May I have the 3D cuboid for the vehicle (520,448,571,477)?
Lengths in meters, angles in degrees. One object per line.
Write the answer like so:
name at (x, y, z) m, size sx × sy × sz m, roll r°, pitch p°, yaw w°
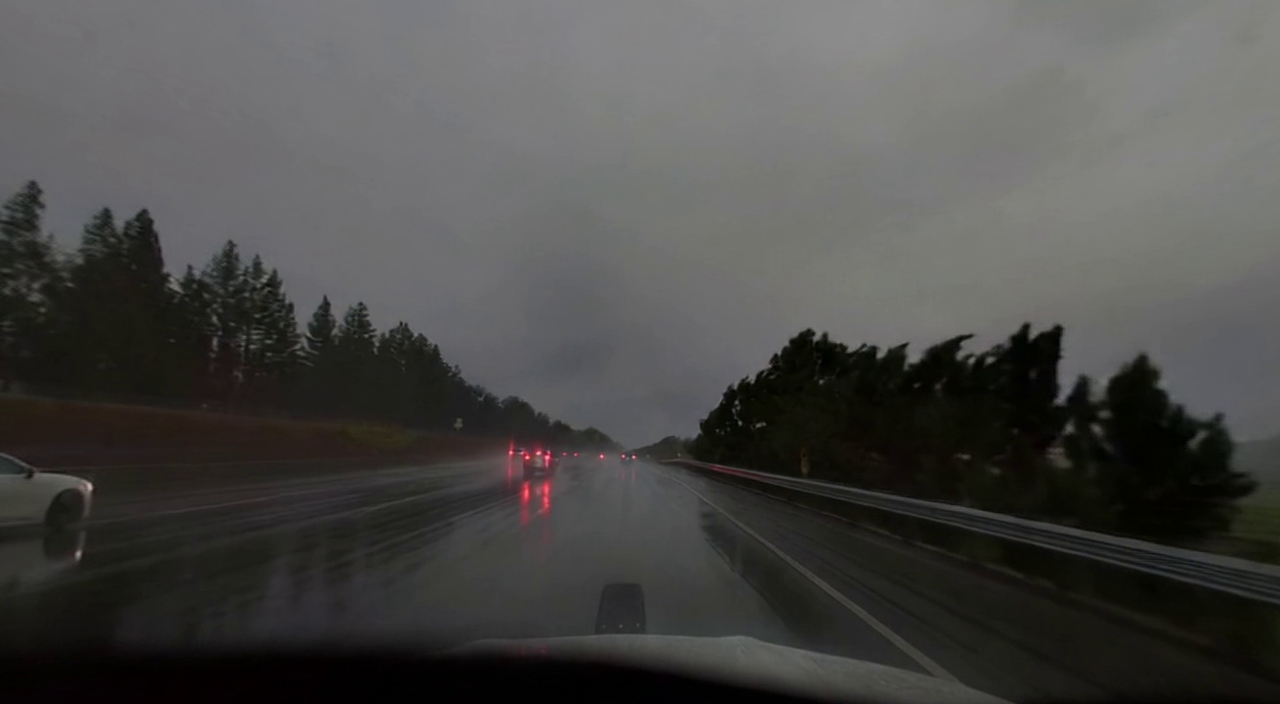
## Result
vehicle at (-5.008, 5.906, 33.929) m, size 2.120 × 1.458 × 4.031 m, roll 0°, pitch -9°, yaw 1°

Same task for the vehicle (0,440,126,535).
vehicle at (-11.039, 2.135, 9.917) m, size 1.960 × 1.487 × 4.593 m, roll 0°, pitch -9°, yaw 0°
